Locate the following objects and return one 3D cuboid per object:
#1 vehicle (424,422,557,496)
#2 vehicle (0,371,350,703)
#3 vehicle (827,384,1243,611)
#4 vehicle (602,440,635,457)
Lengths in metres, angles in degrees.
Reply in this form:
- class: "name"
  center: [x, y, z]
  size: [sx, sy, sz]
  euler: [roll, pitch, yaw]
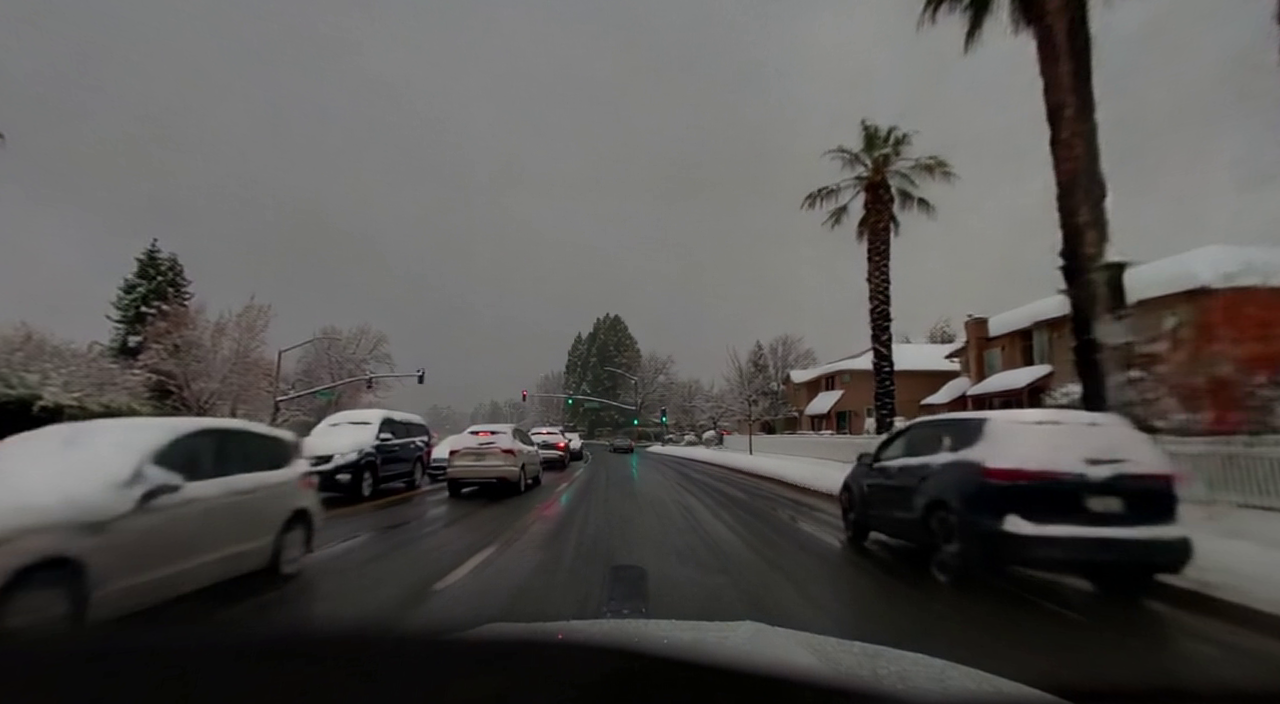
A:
- class: "vehicle"
  center: [-3.602, 2.679, 16.204]
  size: [2.181, 1.636, 4.504]
  euler: [0, -8, 2]
- class: "vehicle"
  center: [-4.033, 1.052, 4.186]
  size: [2.051, 1.572, 4.207]
  euler: [0, -8, 2]
- class: "vehicle"
  center: [3.709, 1.425, 7.102]
  size: [1.801, 1.746, 4.325]
  euler: [0, -8, -1]
- class: "vehicle"
  center: [-1.685, 7.347, 48.241]
  size: [2.131, 1.222, 3.868]
  euler: [1, -8, -7]
